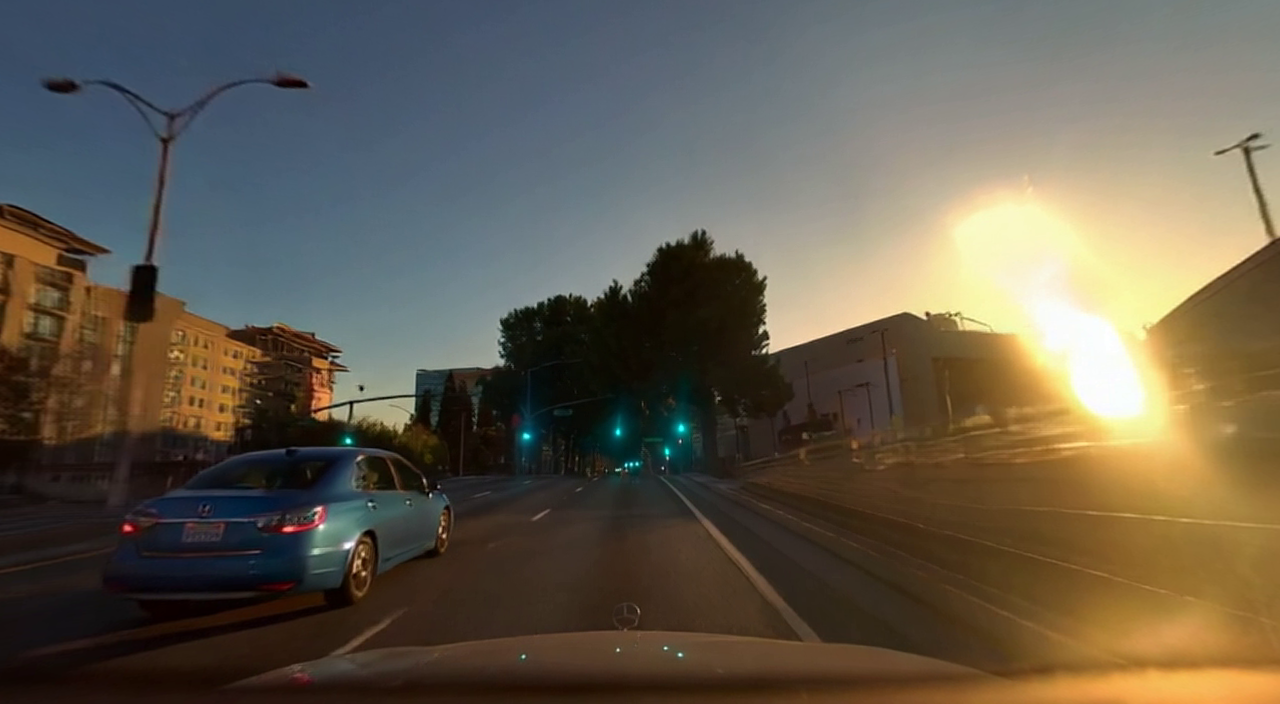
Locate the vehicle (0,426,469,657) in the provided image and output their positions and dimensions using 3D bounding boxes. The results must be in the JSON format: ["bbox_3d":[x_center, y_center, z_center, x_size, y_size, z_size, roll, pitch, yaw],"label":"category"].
[{"bbox_3d":[-3.335,1.566,6.305,2.041,1.470,4.290,0,-9,0],"label":"vehicle"}]
